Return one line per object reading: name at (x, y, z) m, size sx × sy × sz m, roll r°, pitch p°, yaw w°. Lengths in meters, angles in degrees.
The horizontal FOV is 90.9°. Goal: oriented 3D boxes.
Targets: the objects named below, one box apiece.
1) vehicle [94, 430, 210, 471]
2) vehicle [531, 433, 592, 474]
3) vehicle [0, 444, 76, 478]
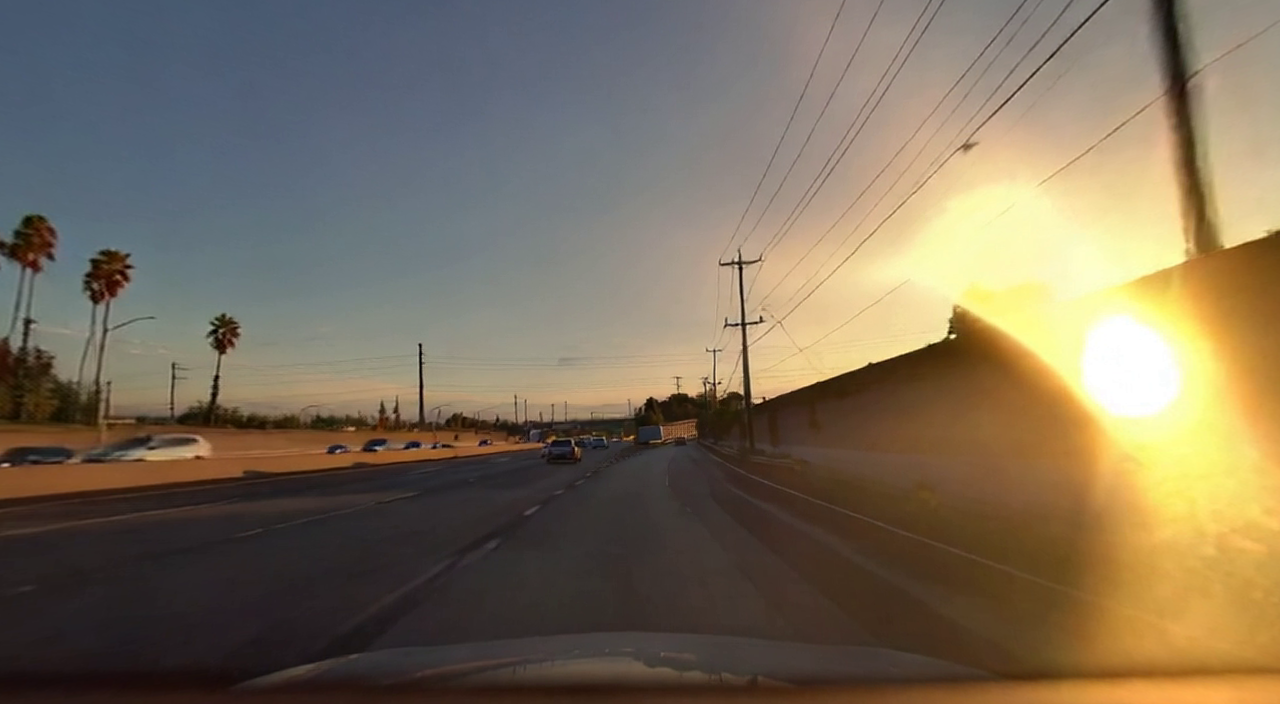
vehicle at (-24.242, 4.901, 31.618) m, size 2.072 × 1.835 × 4.686 m, roll 0°, pitch -8°, yaw 0°
vehicle at (-3.257, 4.306, 26.996) m, size 2.029 × 1.609 × 3.935 m, roll 0°, pitch -8°, yaw 1°
vehicle at (-30.569, 5.274, 30.628) m, size 1.934 × 1.511 × 4.785 m, roll 1°, pitch -8°, yaw -1°
